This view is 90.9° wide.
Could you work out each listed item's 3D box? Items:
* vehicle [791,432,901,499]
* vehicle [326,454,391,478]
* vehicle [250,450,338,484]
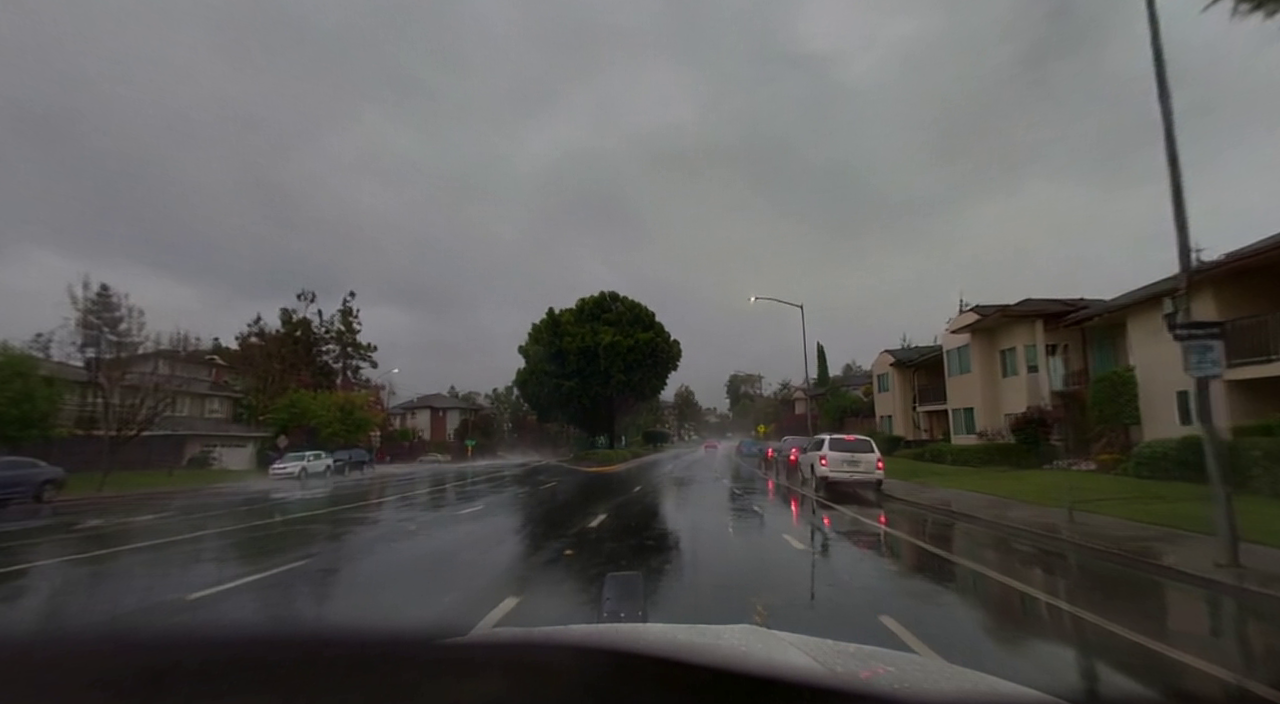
[{"bbox_3d":[5.631,3.137,17.832,2.011,1.649,4.001,-1,-8,4],"label":"vehicle"},{"bbox_3d":[-19.672,7.962,44.301,1.909,1.451,4.757,-1,-8,7],"label":"vehicle"},{"bbox_3d":[-20.690,6.850,37.971,2.060,1.814,5.097,-1,-8,5],"label":"vehicle"}]
